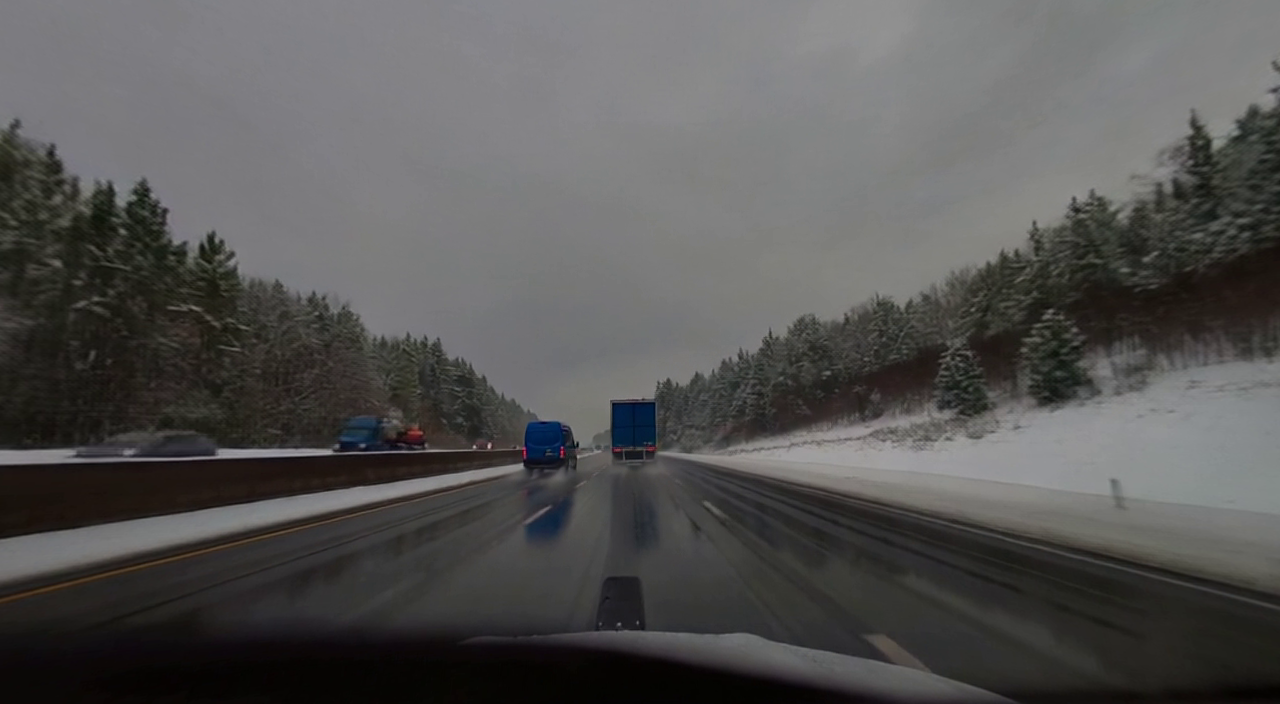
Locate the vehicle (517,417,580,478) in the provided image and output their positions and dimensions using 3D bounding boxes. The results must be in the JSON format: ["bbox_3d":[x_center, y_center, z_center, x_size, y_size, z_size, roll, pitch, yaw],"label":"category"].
[{"bbox_3d":[-4.475,4.859,32.078,2.357,2.786,6.144,0,-9,-1],"label":"vehicle"}]

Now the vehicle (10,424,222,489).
[{"bbox_3d":[-13.372,2.713,16.542,1.897,1.471,4.275,0,-9,0],"label":"vehicle"}]

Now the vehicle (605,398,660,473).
[{"bbox_3d":[-0.469,5.332,39.536,2.995,4.036,10.311,0,-9,-1],"label":"vehicle"}]

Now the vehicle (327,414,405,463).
[{"bbox_3d":[-17.914,5.761,41.729,2.450,2.949,5.978,0,-9,0],"label":"vehicle"}]
